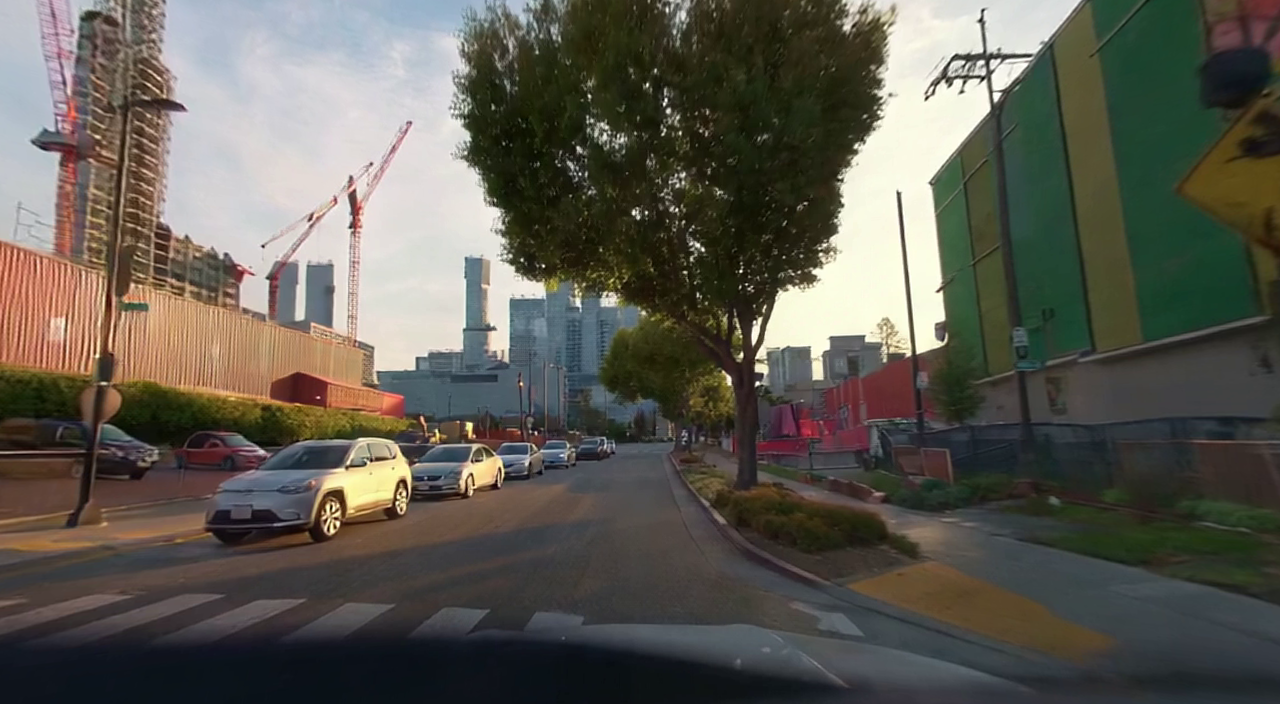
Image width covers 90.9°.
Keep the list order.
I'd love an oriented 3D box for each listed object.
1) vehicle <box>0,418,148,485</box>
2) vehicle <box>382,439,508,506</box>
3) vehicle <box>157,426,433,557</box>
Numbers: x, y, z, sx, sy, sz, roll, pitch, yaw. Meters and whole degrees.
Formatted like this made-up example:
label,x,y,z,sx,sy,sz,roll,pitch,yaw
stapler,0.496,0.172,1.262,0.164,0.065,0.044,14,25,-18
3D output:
label,x,y,z,sx,sy,sz,roll,pitch,yaw
vehicle,-18.764,3.112,19.913,5.220,1.906,2.069,-2,-8,13
vehicle,-4.755,2.954,16.006,1.806,1.451,3.878,-1,-8,2
vehicle,-5.027,2.021,9.974,1.913,1.620,3.982,-1,-8,4
